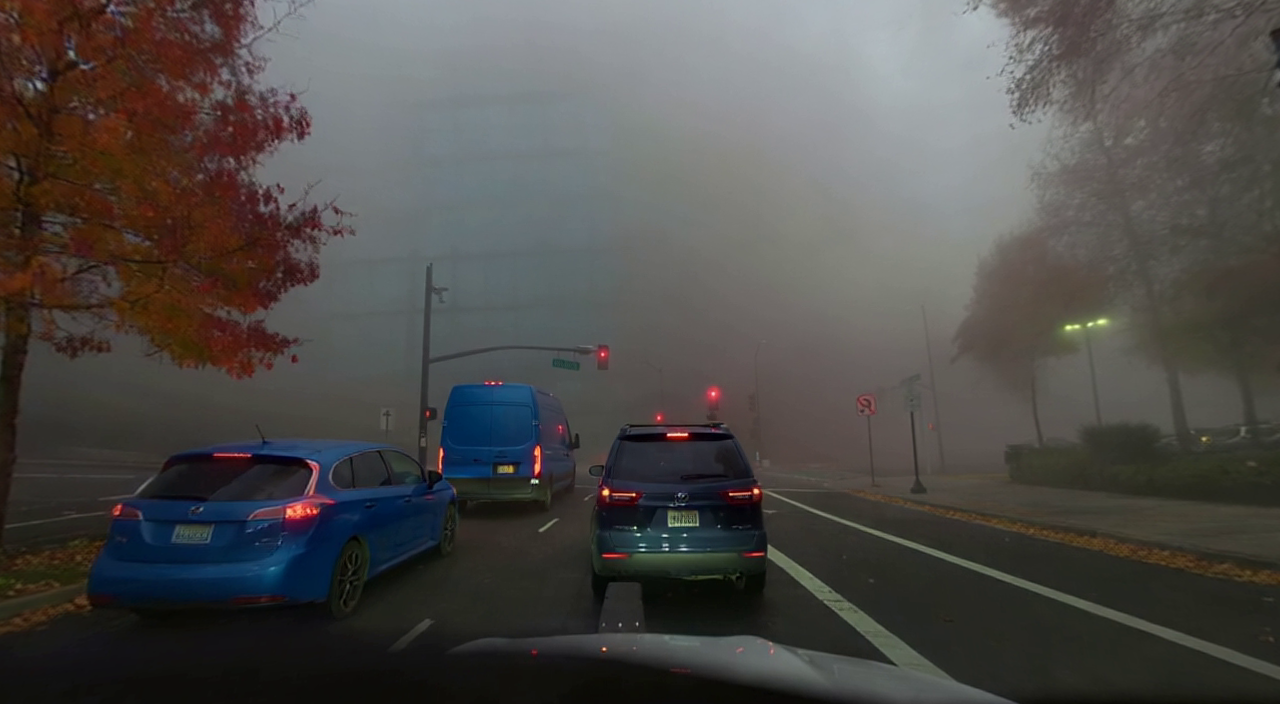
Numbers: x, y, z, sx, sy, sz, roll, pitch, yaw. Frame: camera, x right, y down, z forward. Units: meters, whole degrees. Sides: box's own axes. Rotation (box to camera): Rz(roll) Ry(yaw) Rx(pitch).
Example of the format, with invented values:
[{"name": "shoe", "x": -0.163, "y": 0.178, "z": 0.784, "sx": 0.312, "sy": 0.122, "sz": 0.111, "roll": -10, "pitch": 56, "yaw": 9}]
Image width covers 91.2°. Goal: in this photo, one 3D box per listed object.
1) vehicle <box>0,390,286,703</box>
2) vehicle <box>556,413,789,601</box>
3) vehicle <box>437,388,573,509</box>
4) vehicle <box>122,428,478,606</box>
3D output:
[{"name": "vehicle", "x": -2.900, "y": 0.816, "z": 1.526, "sx": 1.893, "sy": 1.491, "sz": 3.798, "roll": 0, "pitch": -9, "yaw": -1}, {"name": "vehicle", "x": 0.197, "y": 1.601, "z": 7.213, "sx": 1.979, "sy": 1.562, "sz": 3.630, "roll": 0, "pitch": -9, "yaw": -3}, {"name": "vehicle", "x": -3.249, "y": 2.543, "z": 16.590, "sx": 2.343, "sy": 2.635, "sz": 5.684, "roll": 0, "pitch": -9, "yaw": 0}, {"name": "vehicle", "x": -3.485, "y": 1.755, "z": 7.579, "sx": 1.955, "sy": 1.499, "sz": 4.223, "roll": 0, "pitch": -9, "yaw": 0}]
